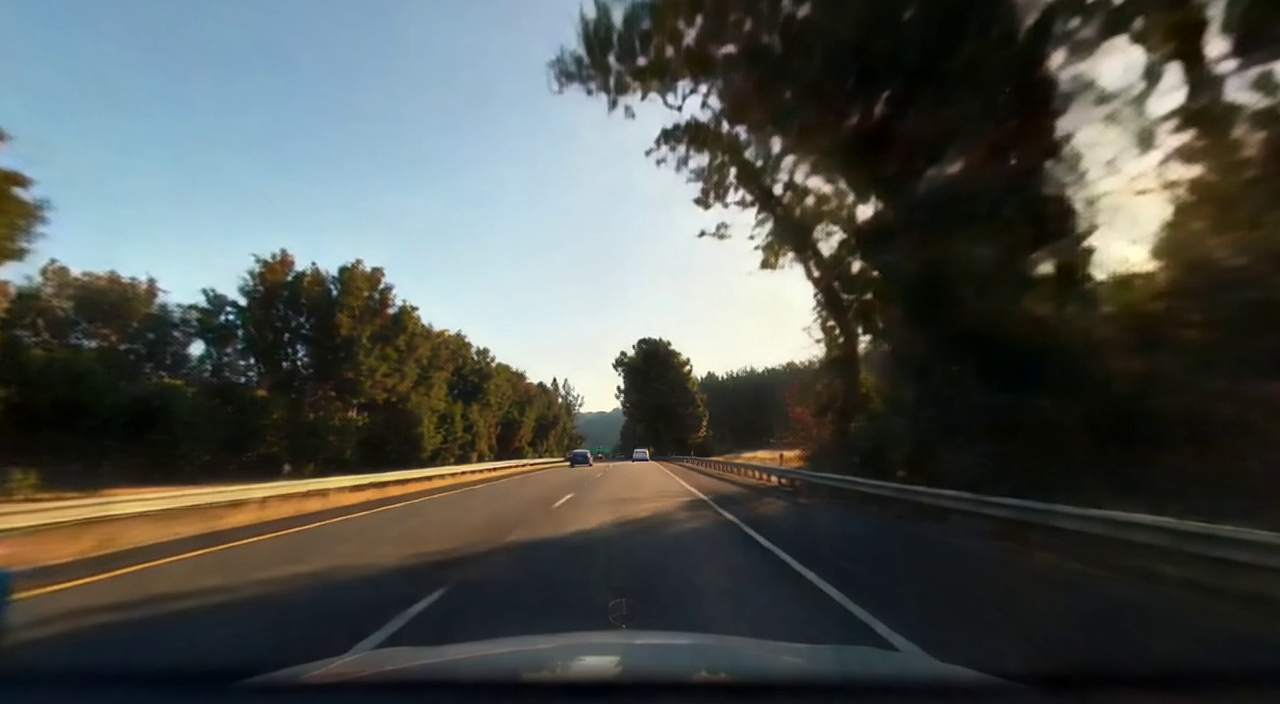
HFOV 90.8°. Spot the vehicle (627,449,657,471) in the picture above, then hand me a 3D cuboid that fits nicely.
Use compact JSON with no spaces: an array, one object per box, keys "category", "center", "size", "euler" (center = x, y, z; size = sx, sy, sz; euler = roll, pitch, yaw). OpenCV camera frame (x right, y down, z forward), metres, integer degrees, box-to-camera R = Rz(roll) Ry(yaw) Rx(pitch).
[{"category":"vehicle","center":[0.147,7.701,45.249],"size":[2.046,1.452,4.407],"euler":[0,-9,0]}]

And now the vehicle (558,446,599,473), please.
[{"category":"vehicle","center":[-3.973,7.030,41.549],"size":[2.182,1.629,4.263],"euler":[0,-9,1]}]
